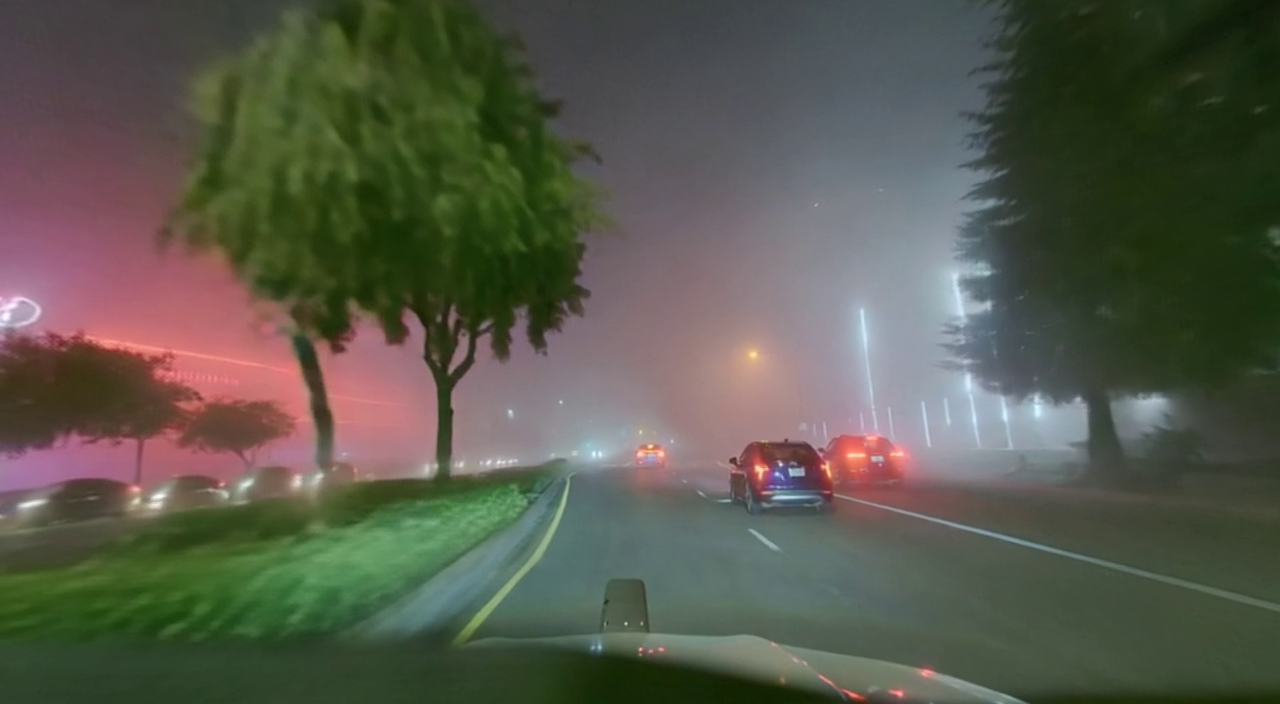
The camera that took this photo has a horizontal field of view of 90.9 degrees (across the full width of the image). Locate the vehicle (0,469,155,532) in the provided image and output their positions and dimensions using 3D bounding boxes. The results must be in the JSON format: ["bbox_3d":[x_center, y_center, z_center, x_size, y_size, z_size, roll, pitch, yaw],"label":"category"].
[{"bbox_3d":[-18.617,4.731,20.570,1.853,1.614,4.514,-1,-8,2],"label":"vehicle"}]

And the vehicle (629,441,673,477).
[{"bbox_3d":[0.488,5.382,31.994,2.125,1.669,3.880,0,-8,-1],"label":"vehicle"}]

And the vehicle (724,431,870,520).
[{"bbox_3d":[3.170,2.588,13.855,1.931,1.591,4.708,0,-8,-1],"label":"vehicle"}]

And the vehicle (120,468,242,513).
[{"bbox_3d":[-18.627,5.598,25.839,1.786,1.523,4.309,0,-8,-1],"label":"vehicle"}]

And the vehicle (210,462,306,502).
[{"bbox_3d":[-18.762,6.358,31.234,2.049,1.678,4.376,0,-8,-1],"label":"vehicle"}]

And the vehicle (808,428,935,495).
[{"bbox_3d":[6.858,3.283,19.305,1.963,1.783,4.722,0,-8,-1],"label":"vehicle"}]

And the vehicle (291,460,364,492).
[{"bbox_3d":[-18.545,7.344,37.662,1.956,1.647,4.643,0,-8,1],"label":"vehicle"}]
